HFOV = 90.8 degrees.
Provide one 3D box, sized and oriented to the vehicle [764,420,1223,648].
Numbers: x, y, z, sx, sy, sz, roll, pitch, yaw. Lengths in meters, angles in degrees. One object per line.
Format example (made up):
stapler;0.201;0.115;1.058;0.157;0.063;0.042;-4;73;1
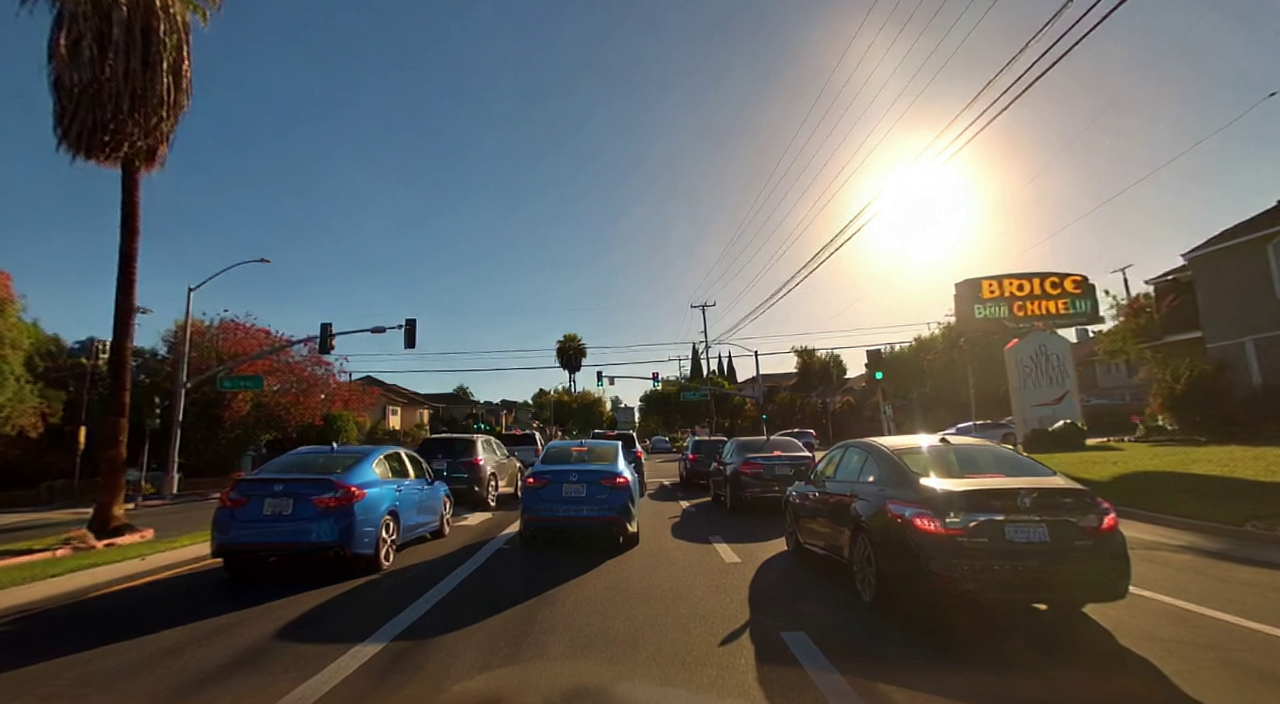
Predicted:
vehicle;2.744;1.506;6.339;2.014;1.464;4.312;0;-9;-2

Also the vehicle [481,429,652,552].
vehicle;-0.983;1.999;9.790;2.104;1.500;3.815;0;-9;-2

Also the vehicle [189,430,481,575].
vehicle;-3.722;1.891;8.840;2.058;1.474;4.473;0;-9;-3

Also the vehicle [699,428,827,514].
vehicle;2.540;2.588;14.193;1.956;1.615;4.205;0;-9;-1
